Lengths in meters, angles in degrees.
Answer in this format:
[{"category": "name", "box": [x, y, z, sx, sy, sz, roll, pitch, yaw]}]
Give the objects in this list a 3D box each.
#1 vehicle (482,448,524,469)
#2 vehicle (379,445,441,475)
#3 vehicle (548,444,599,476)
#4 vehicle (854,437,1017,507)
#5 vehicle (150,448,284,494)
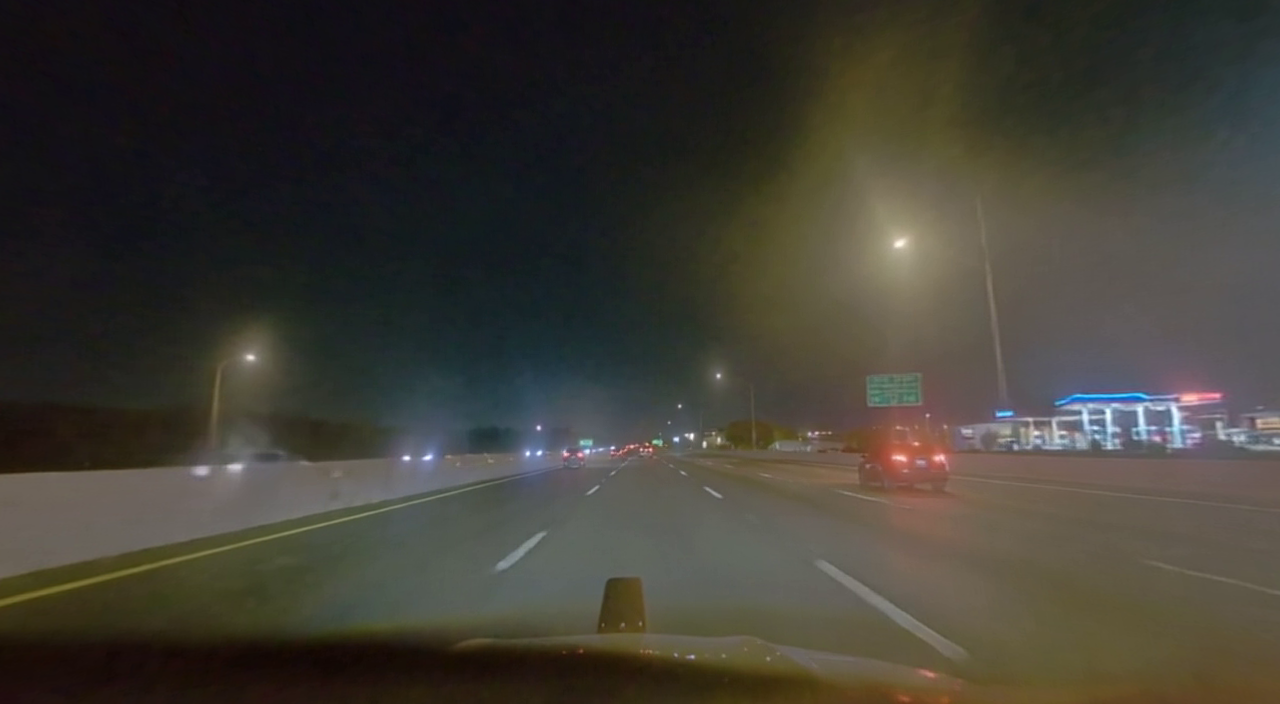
[{"category": "vehicle", "box": [-10.132, 7.889, 47.017, 2.045, 1.466, 4.316, -1, -9, 2]}, {"category": "vehicle", "box": [-14.245, 6.691, 39.406, 2.034, 1.693, 4.838, -1, -9, 1]}, {"category": "vehicle", "box": [-3.384, 5.580, 32.869, 2.114, 1.510, 4.186, -1, -9, 1]}, {"category": "vehicle", "box": [7.192, 2.949, 16.044, 1.909, 1.467, 4.940, -1, -9, 2]}, {"category": "vehicle", "box": [-17.914, 5.005, 27.111, 1.982, 1.745, 5.335, -1, -9, 1]}]
